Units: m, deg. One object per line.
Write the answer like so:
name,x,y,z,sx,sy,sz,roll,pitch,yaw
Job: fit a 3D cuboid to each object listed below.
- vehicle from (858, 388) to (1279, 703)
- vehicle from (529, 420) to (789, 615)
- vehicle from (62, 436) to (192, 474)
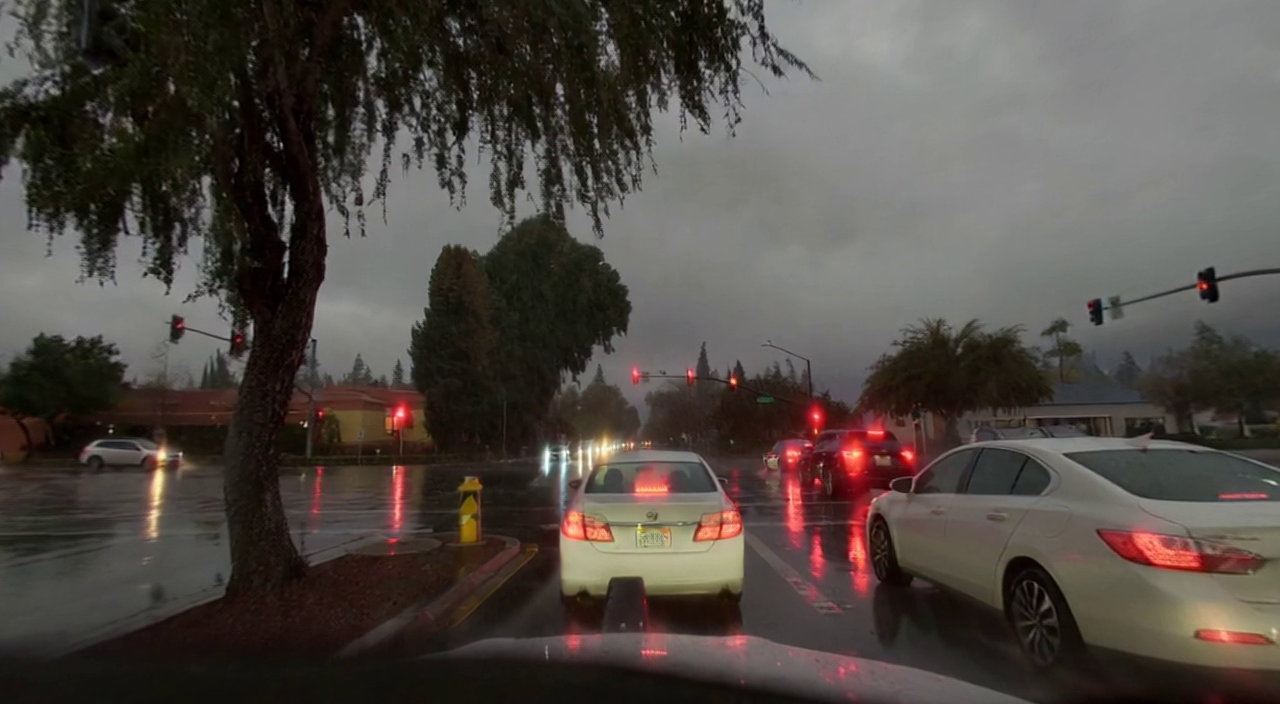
vehicle,3.177,1.123,3.898,1.931,1.493,4.555,0,-8,-1
vehicle,0.103,1.563,6.874,2.017,1.485,3.813,0,-8,-1
vehicle,-24.280,4.870,29.986,4.450,1.684,1.894,0,-8,0
